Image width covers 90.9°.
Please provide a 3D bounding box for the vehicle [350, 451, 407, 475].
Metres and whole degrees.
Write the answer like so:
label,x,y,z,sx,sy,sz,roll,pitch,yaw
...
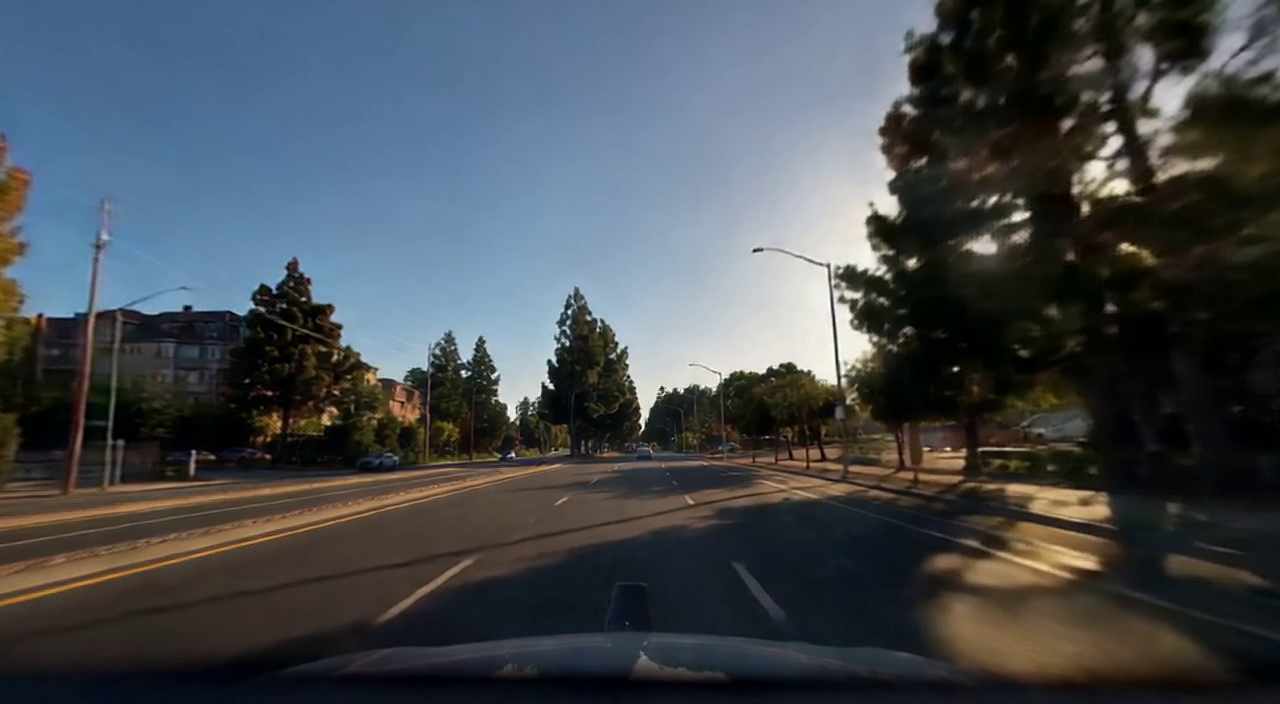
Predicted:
label,x,y,z,sx,sy,sz,roll,pitch,yaw
vehicle,-19.880,8.458,48.192,2.025,1.643,4.880,-1,-8,3
